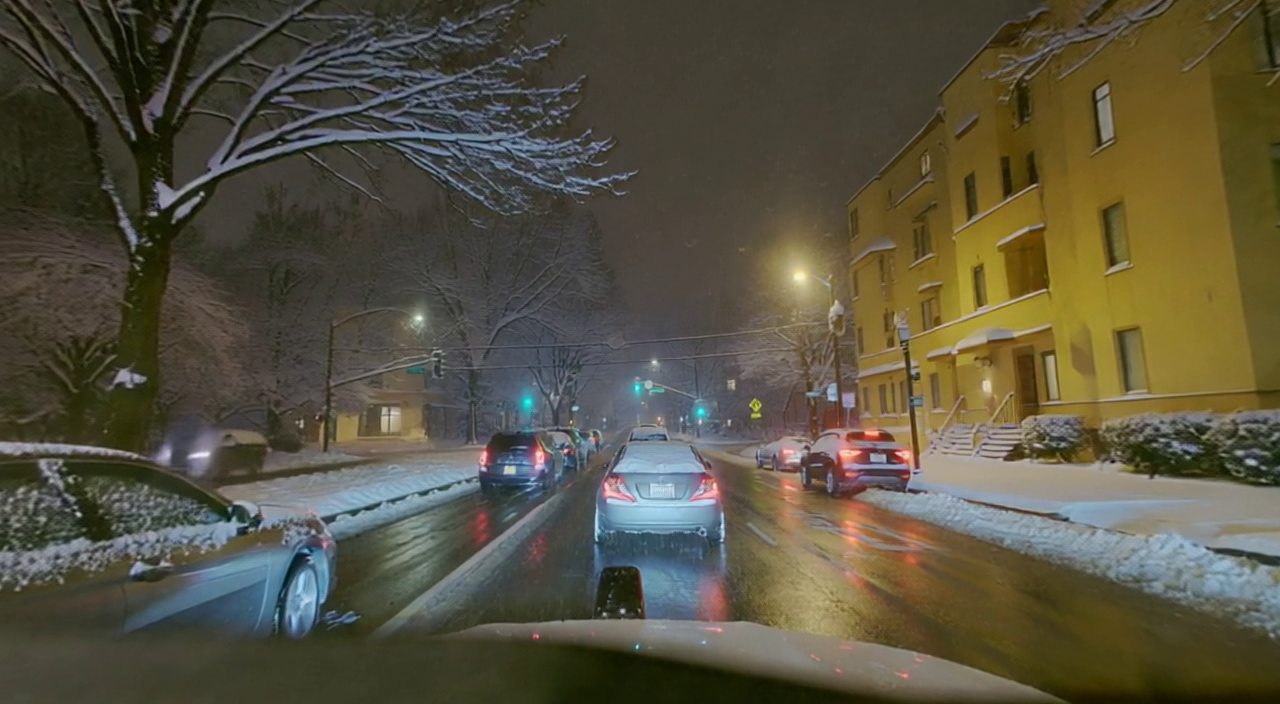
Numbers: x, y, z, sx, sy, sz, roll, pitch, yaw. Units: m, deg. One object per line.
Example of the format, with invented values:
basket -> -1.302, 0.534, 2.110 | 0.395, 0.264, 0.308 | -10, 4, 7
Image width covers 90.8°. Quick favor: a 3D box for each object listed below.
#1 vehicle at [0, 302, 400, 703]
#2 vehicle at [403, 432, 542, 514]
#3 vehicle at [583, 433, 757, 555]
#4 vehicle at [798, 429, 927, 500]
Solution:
vehicle -> -3.270, 0.927, 3.380 | 2.152, 1.802, 4.628 | 0, -9, 0
vehicle -> -3.511, 2.625, 14.232 | 1.901, 1.522, 4.556 | 0, -9, 0
vehicle -> 0.273, 1.995, 9.578 | 2.095, 1.438, 3.843 | 0, -9, -3
vehicle -> 6.341, 3.248, 18.686 | 2.025, 1.808, 4.579 | 0, -9, -2
